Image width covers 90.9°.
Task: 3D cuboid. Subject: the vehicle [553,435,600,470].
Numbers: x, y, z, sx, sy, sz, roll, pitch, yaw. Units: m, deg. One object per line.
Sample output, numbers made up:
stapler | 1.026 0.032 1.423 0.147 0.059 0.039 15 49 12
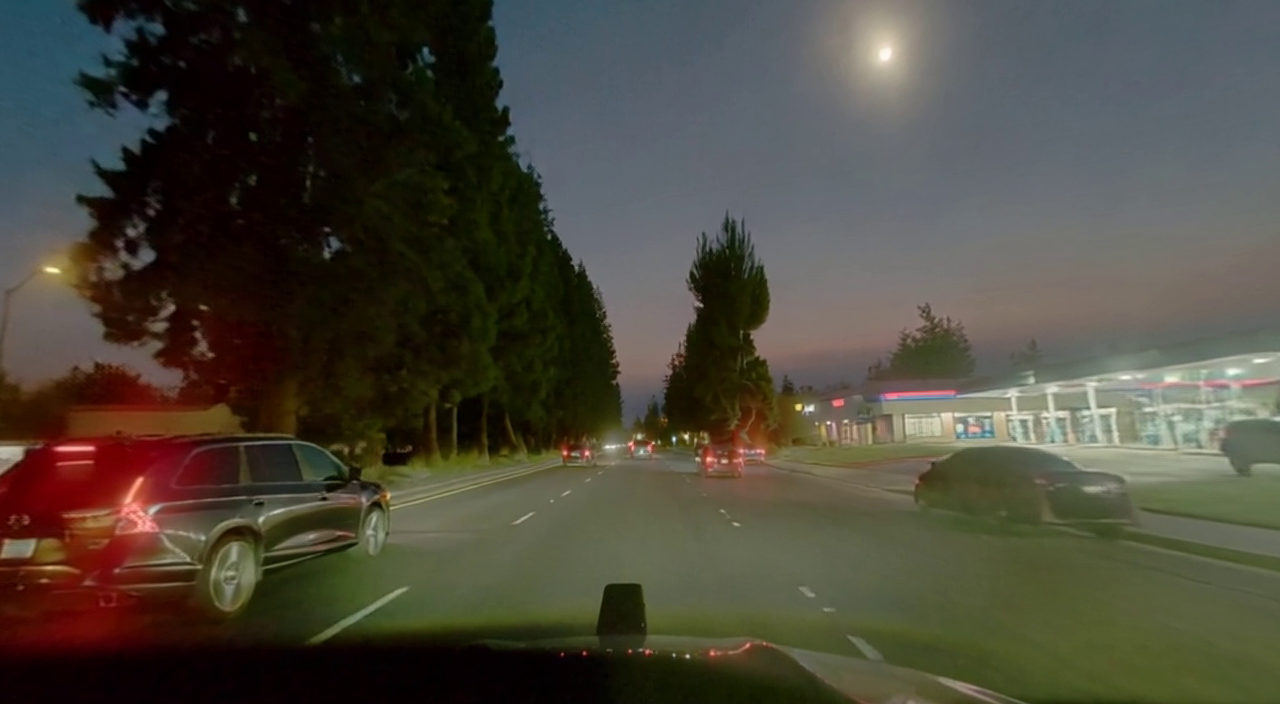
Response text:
vehicle | -3.400 5.501 34.603 2.051 1.747 4.370 0 -8 1

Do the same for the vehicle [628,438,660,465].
vehicle | 0.227 6.226 39.505 1.922 1.579 3.642 0 -8 0

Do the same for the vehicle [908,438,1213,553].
vehicle | 6.243 2.134 10.163 1.856 1.421 4.357 0 -8 -1

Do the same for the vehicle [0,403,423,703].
vehicle | -3.988 1.416 5.849 1.988 1.530 5.155 0 -8 2

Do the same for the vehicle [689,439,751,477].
vehicle | 3.363 4.528 27.272 2.010 1.486 4.498 0 -8 -1
